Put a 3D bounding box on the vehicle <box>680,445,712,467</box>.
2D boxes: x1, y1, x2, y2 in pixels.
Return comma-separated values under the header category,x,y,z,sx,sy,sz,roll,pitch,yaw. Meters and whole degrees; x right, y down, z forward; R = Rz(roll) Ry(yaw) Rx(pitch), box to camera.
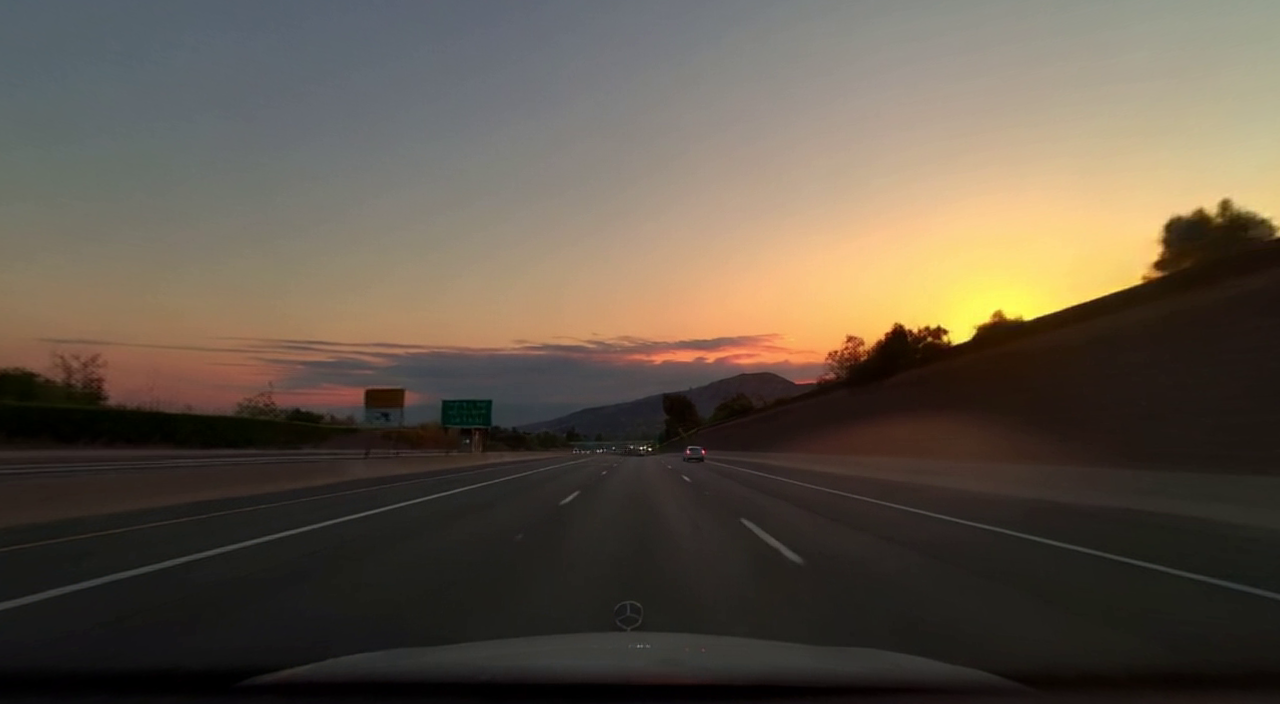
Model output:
category,x,y,z,sx,sy,sz,roll,pitch,yaw
vehicle,4.061,7.642,46.526,2.003,1.520,4.058,0,-8,0
